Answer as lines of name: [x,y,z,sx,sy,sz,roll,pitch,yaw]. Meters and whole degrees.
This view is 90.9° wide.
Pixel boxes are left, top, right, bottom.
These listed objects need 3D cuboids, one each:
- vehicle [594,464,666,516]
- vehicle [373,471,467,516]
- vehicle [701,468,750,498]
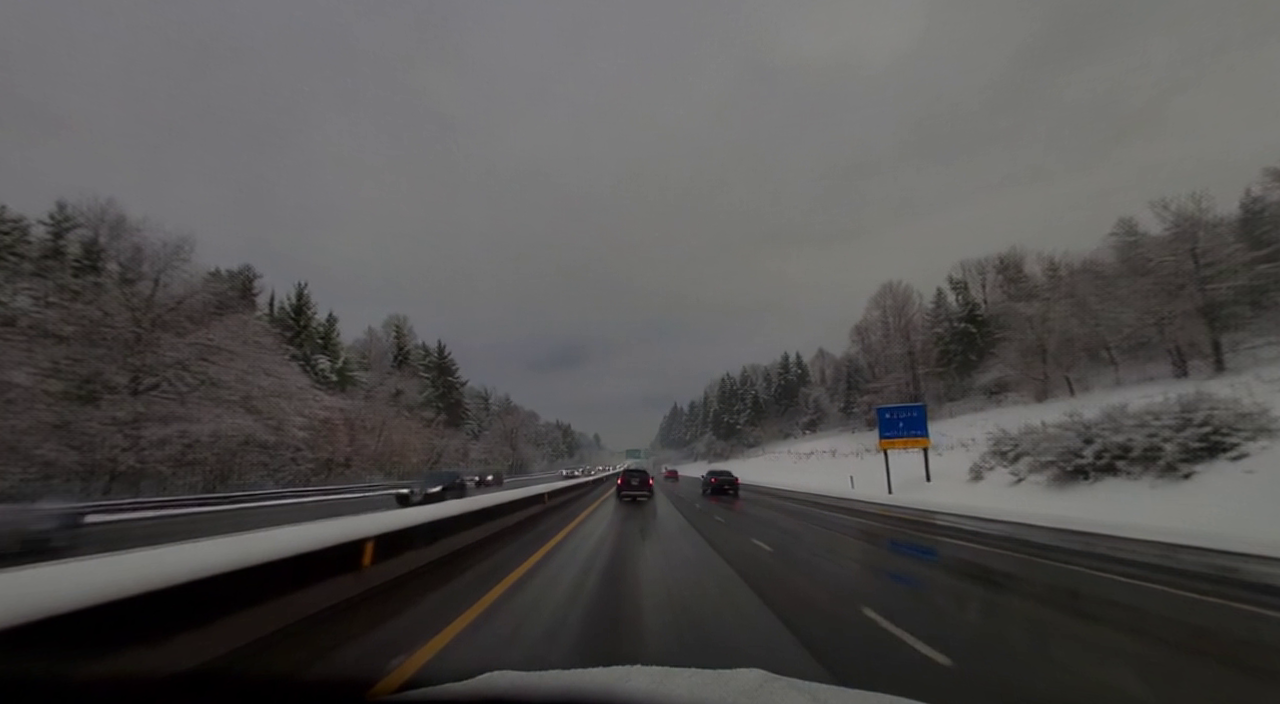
vehicle: [-0.287,4.323,20.057,2.060,1.473,3.726,1,-10,0]
vehicle: [-8.041,5.213,23.515,1.843,1.448,4.542,1,-10,0]
vehicle: [4.520,6.947,33.710,1.974,1.476,4.119,1,-10,-1]
